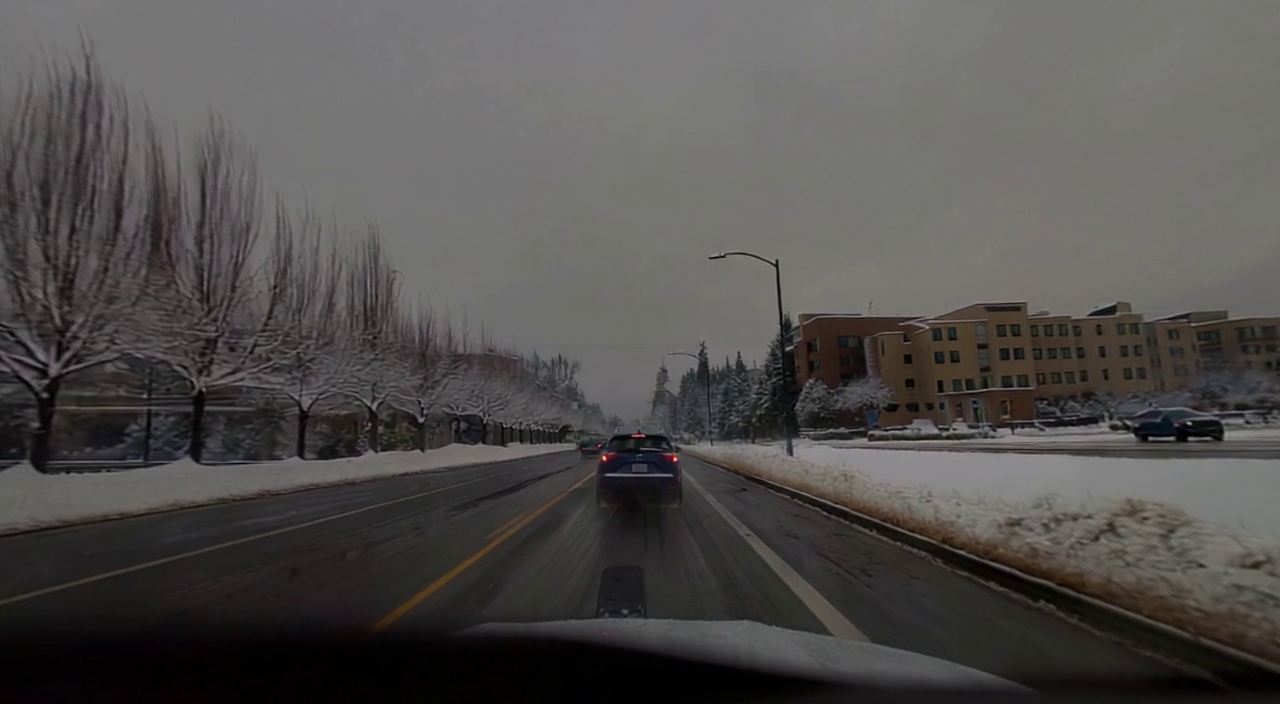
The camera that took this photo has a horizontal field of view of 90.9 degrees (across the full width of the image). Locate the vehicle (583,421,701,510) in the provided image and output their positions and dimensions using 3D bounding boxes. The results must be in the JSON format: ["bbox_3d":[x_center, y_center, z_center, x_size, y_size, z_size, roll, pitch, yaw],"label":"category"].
[{"bbox_3d":[0.057,2.444,13.975,2.199,1.652,4.101,0,-8,1],"label":"vehicle"}]

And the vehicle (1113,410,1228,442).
[{"bbox_3d":[31.877,4.507,38.117,4.903,1.767,2.105,-5,-10,31],"label":"vehicle"}]
